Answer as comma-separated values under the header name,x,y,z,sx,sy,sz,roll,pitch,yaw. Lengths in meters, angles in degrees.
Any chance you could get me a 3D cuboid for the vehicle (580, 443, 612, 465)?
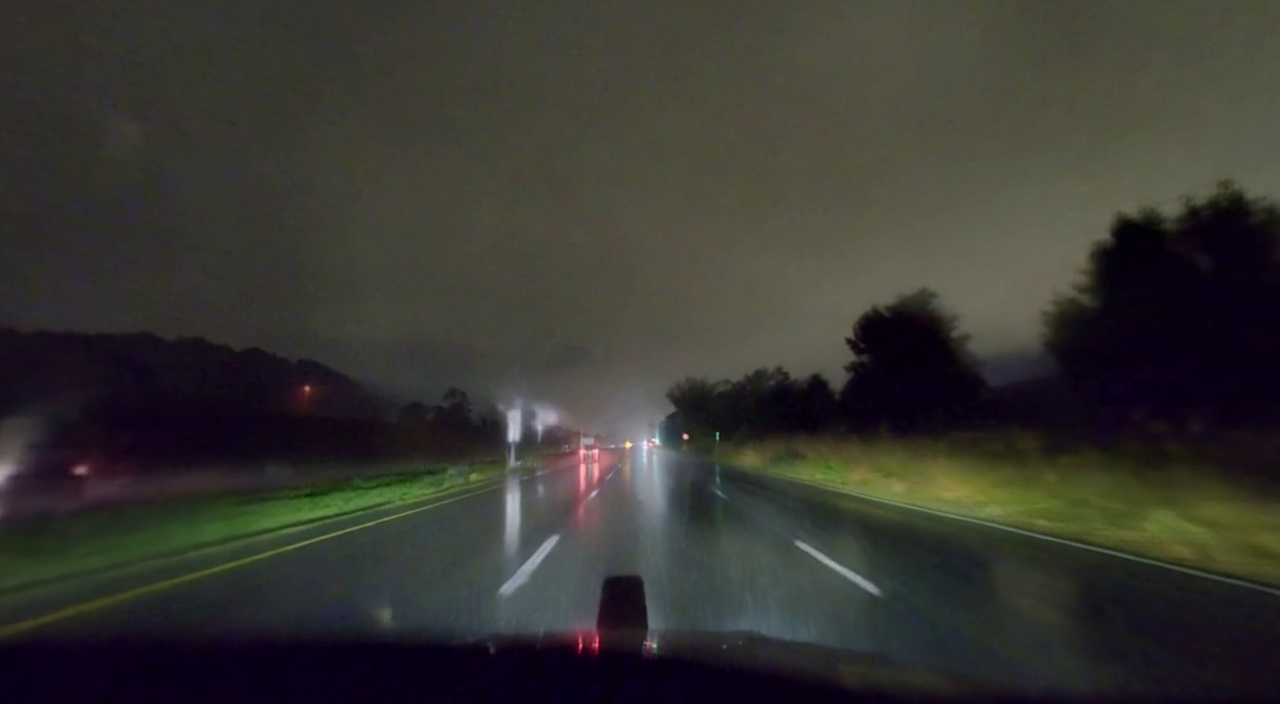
name,x,y,z,sx,sy,sz,roll,pitch,yaw
vehicle,-3.128,7.292,45.385,1.991,1.475,4.302,0,-8,0
